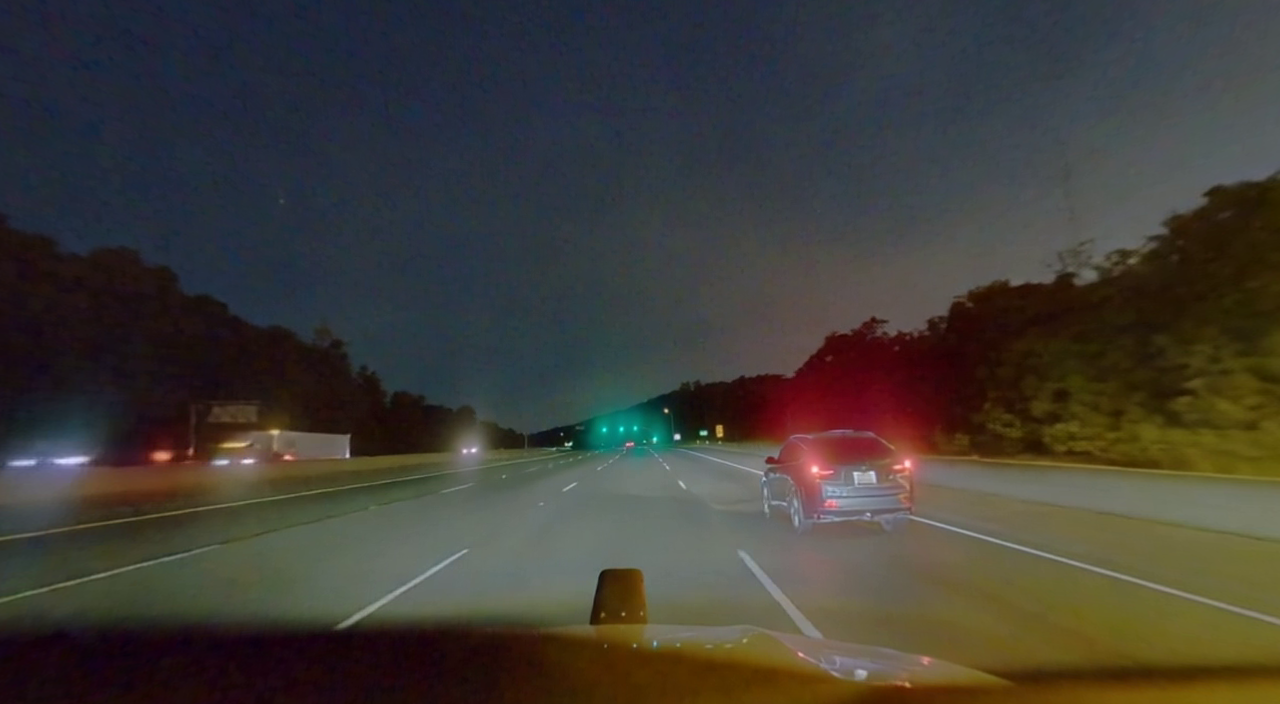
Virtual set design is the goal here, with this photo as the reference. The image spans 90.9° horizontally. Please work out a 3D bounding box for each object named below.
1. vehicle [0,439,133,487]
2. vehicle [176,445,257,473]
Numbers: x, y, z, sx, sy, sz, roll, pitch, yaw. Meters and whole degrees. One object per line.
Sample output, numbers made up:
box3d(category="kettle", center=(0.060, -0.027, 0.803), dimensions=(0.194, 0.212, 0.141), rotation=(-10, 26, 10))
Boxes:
box3d(category="vehicle", center=(-25.072, 4.609, 26.688), dimensions=(2.338, 1.765, 5.836), rotation=(0, -8, 1))
box3d(category="vehicle", center=(-28.006, 7.076, 41.893), dimensions=(2.064, 1.707, 4.753), rotation=(0, -8, 0))
